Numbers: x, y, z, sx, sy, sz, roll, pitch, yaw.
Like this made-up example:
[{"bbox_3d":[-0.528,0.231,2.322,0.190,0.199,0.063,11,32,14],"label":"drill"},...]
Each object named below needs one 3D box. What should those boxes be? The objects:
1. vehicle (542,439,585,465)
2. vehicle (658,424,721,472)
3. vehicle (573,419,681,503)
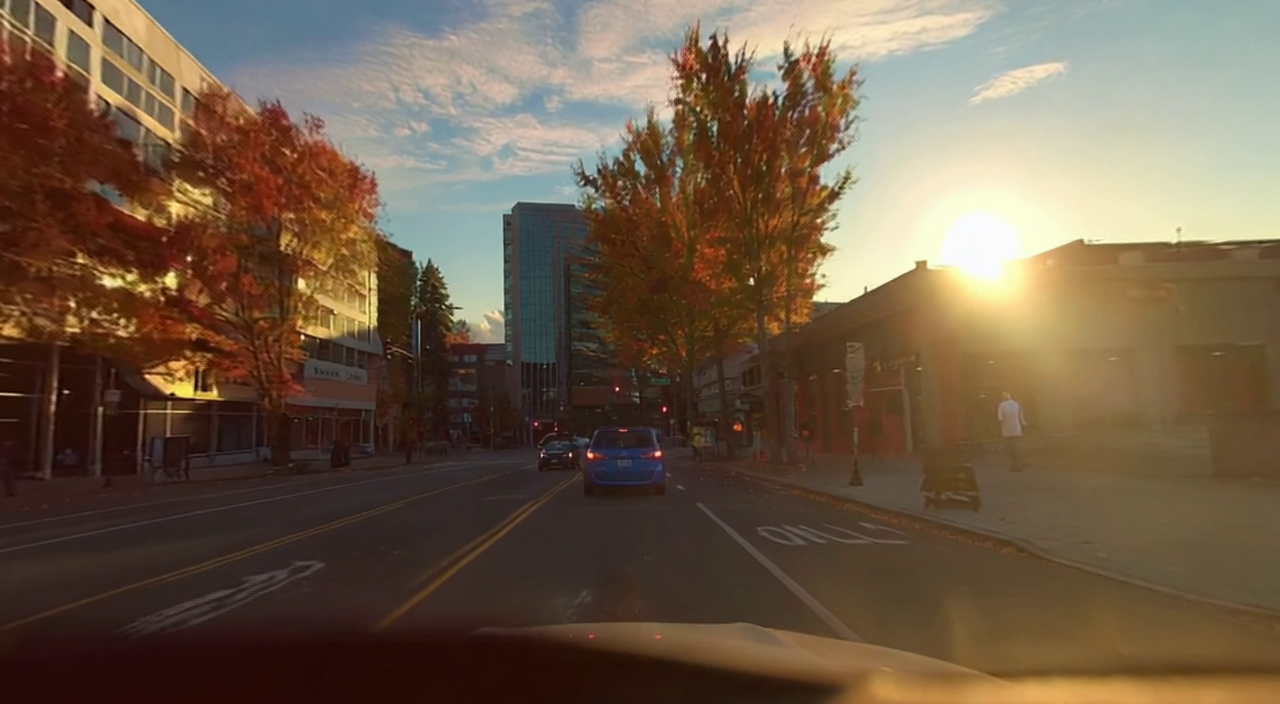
[{"bbox_3d":[-4.461,5.901,37.395,2.096,1.415,4.515,0,-8,-1],"label":"vehicle"},{"bbox_3d":[2.127,4.311,28.440,2.147,1.968,4.478,1,-8,-5],"label":"vehicle"},{"bbox_3d":[-0.325,2.569,15.290,2.274,1.736,4.083,0,-8,-2],"label":"vehicle"}]
